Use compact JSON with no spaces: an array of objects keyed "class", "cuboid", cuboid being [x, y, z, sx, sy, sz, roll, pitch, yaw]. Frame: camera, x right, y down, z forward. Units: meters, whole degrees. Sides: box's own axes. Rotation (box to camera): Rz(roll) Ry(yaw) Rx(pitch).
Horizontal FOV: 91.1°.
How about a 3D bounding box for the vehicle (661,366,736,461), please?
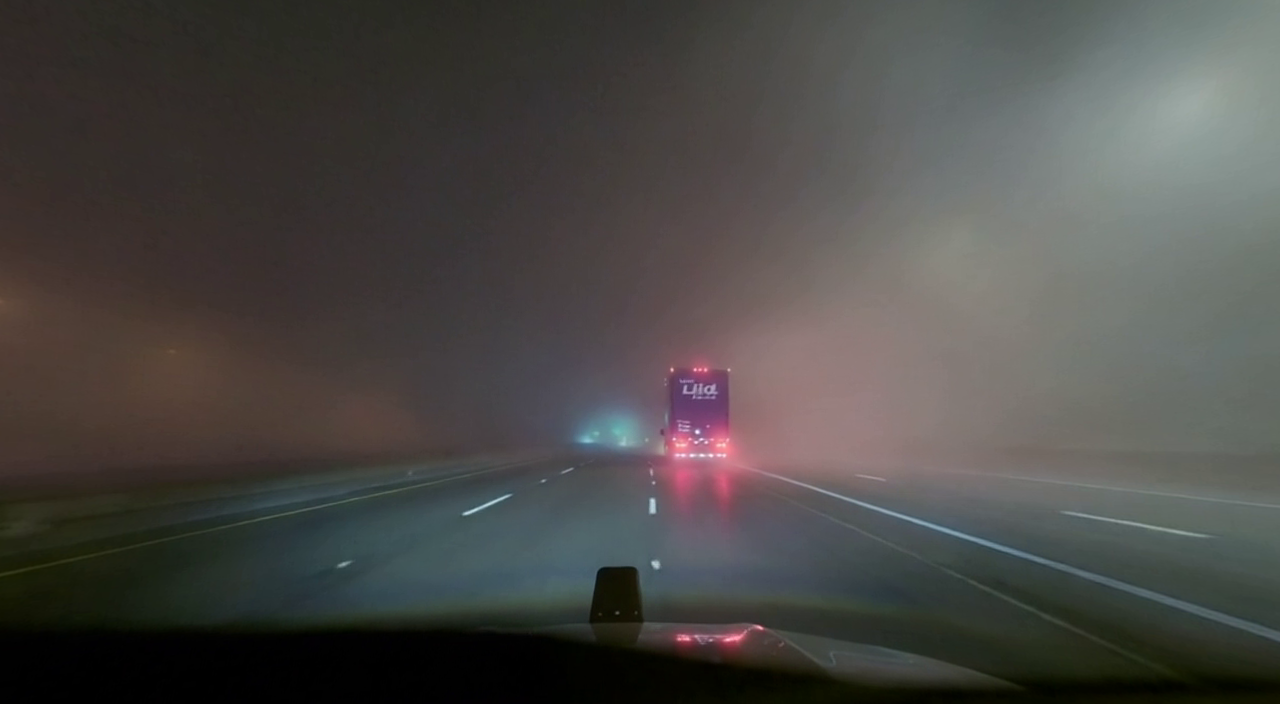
[{"class":"vehicle","cuboid":[2.842,3.714,35.268,3.034,4.194,14.704,0,-8,1]}]
